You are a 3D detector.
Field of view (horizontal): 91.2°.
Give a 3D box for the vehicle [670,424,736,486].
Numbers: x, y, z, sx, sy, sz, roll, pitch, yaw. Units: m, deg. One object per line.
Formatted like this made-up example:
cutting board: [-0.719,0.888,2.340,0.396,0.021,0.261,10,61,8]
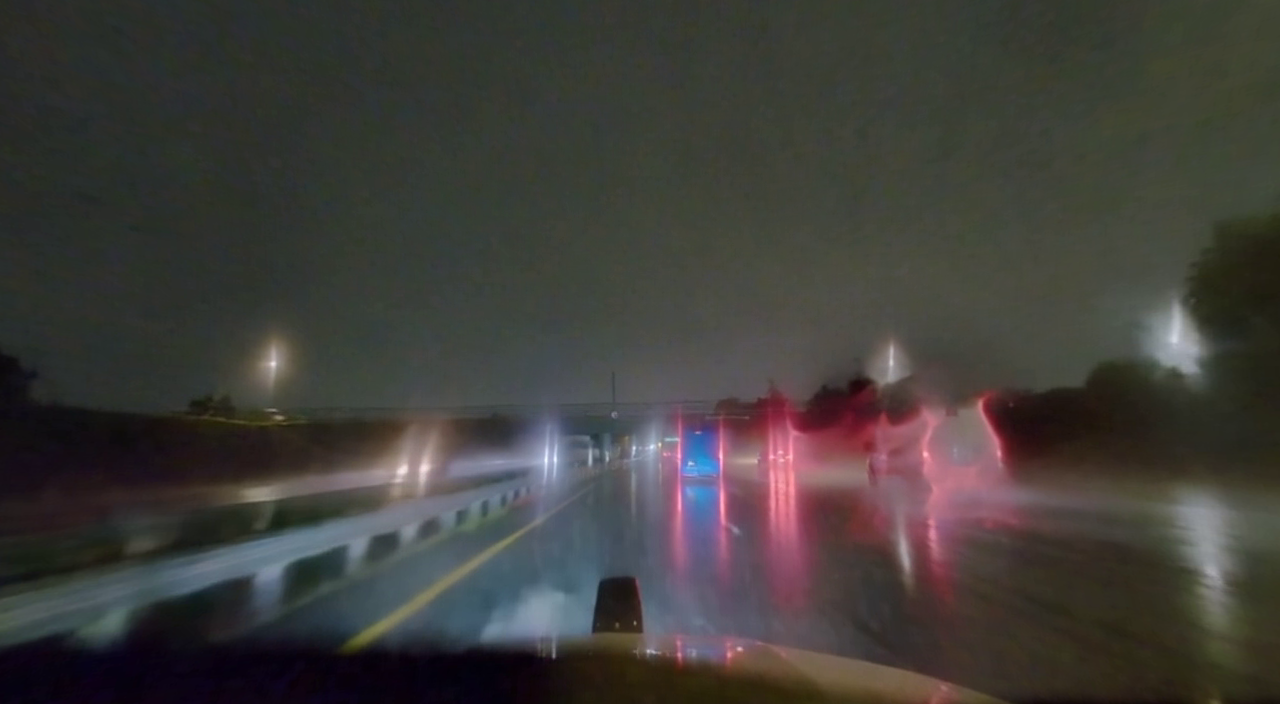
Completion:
vehicle: [2.837,4.837,29.631,2.560,2.598,5.581,-1,-9,1]
